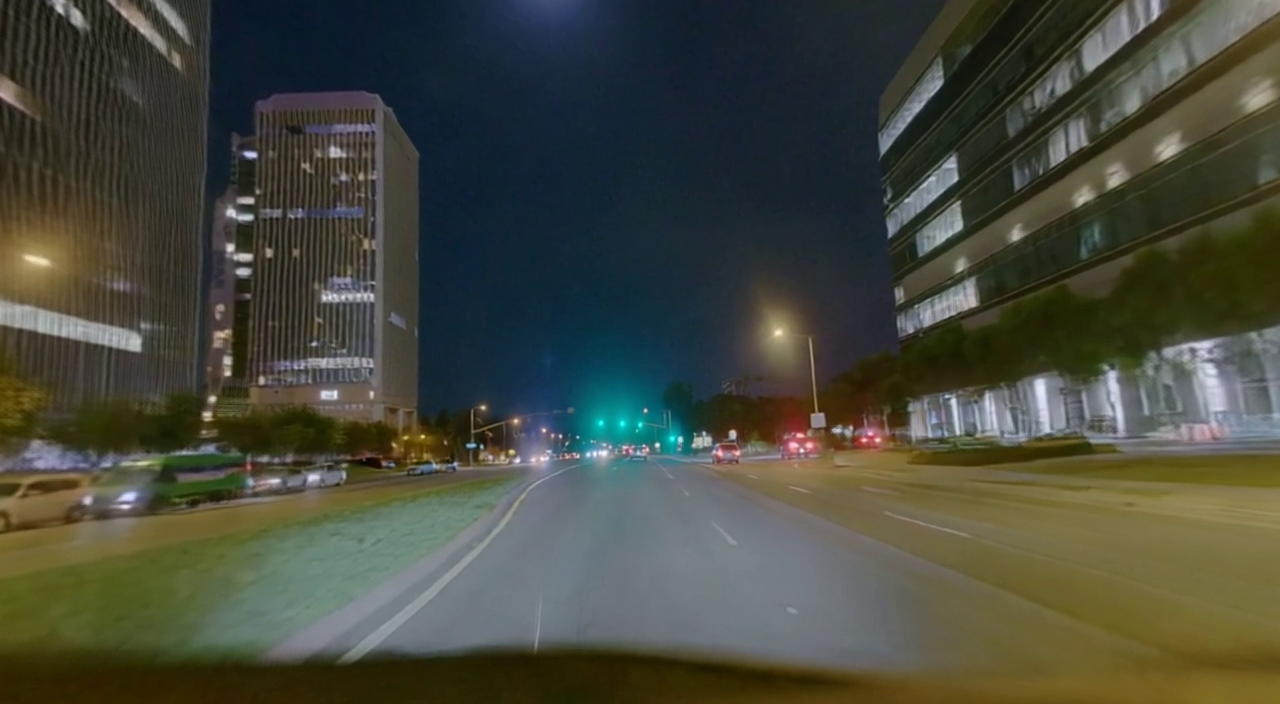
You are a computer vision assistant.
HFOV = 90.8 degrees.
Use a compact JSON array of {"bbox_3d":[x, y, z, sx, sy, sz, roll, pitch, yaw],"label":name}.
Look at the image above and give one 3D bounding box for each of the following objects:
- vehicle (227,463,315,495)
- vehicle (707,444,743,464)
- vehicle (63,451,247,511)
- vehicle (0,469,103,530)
[{"bbox_3d":[-19.064,6.570,32.920,1.850,1.451,4.450,0,-9,1],"label":"vehicle"},{"bbox_3d":[6.273,7.587,47.040,1.992,1.447,4.414,0,-9,-1],"label":"vehicle"},{"bbox_3d":[-19.176,5.080,25.589,2.373,2.077,6.457,0,-9,-1],"label":"vehicle"},{"bbox_3d":[-19.027,4.386,18.958,1.869,1.606,4.617,0,-9,-2],"label":"vehicle"}]
